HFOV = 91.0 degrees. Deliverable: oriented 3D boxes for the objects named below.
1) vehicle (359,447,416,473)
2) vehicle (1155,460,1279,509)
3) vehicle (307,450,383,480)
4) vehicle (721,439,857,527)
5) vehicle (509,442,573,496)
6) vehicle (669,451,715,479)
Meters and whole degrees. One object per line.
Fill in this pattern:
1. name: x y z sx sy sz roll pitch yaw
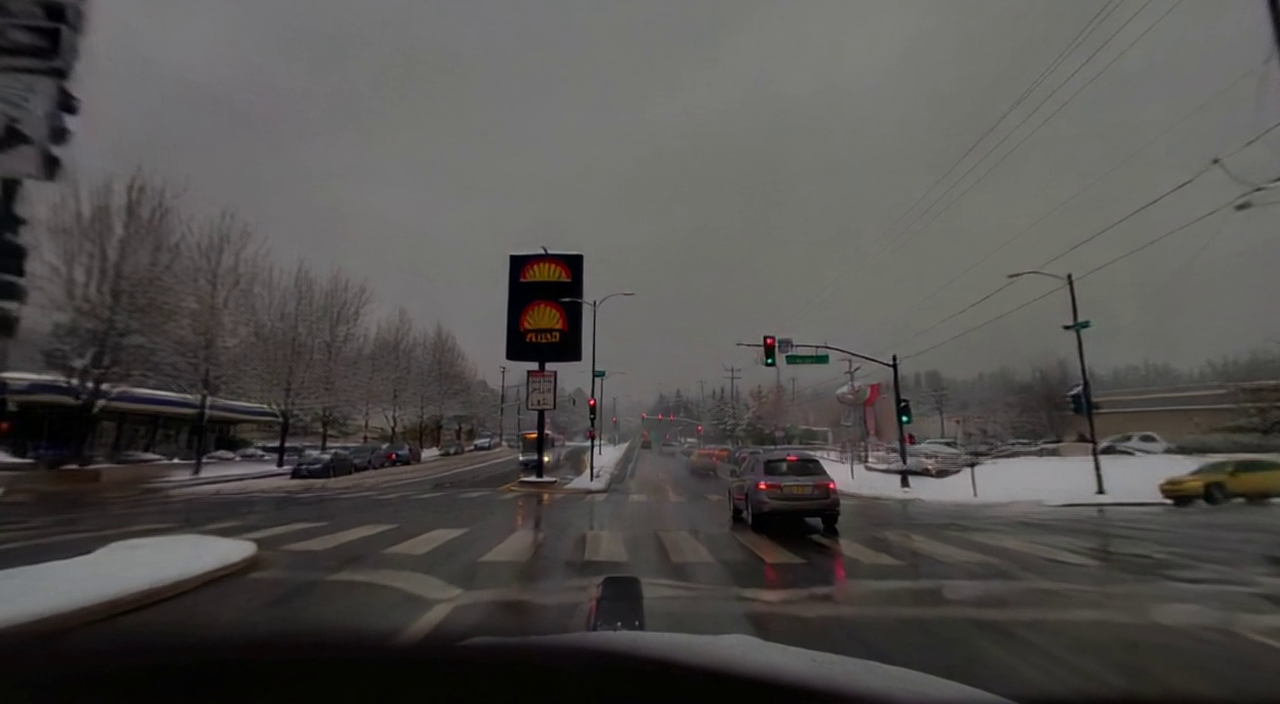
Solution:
1. vehicle: -17.911 7.654 44.897 2.079 1.672 4.333 0 -8 2
2. vehicle: 21.004 4.488 21.539 4.727 1.514 2.211 0 -8 1
3. vehicle: -17.807 6.799 38.334 1.956 1.634 5.000 0 -8 3
4. vehicle: 3.164 2.854 14.349 1.999 1.679 4.217 0 -8 -1
5. vehicle: -3.743 4.615 24.545 2.189 1.836 4.693 0 -12 -6
6. vehicle: 2.930 6.492 36.405 2.282 1.458 4.362 0 -8 0
